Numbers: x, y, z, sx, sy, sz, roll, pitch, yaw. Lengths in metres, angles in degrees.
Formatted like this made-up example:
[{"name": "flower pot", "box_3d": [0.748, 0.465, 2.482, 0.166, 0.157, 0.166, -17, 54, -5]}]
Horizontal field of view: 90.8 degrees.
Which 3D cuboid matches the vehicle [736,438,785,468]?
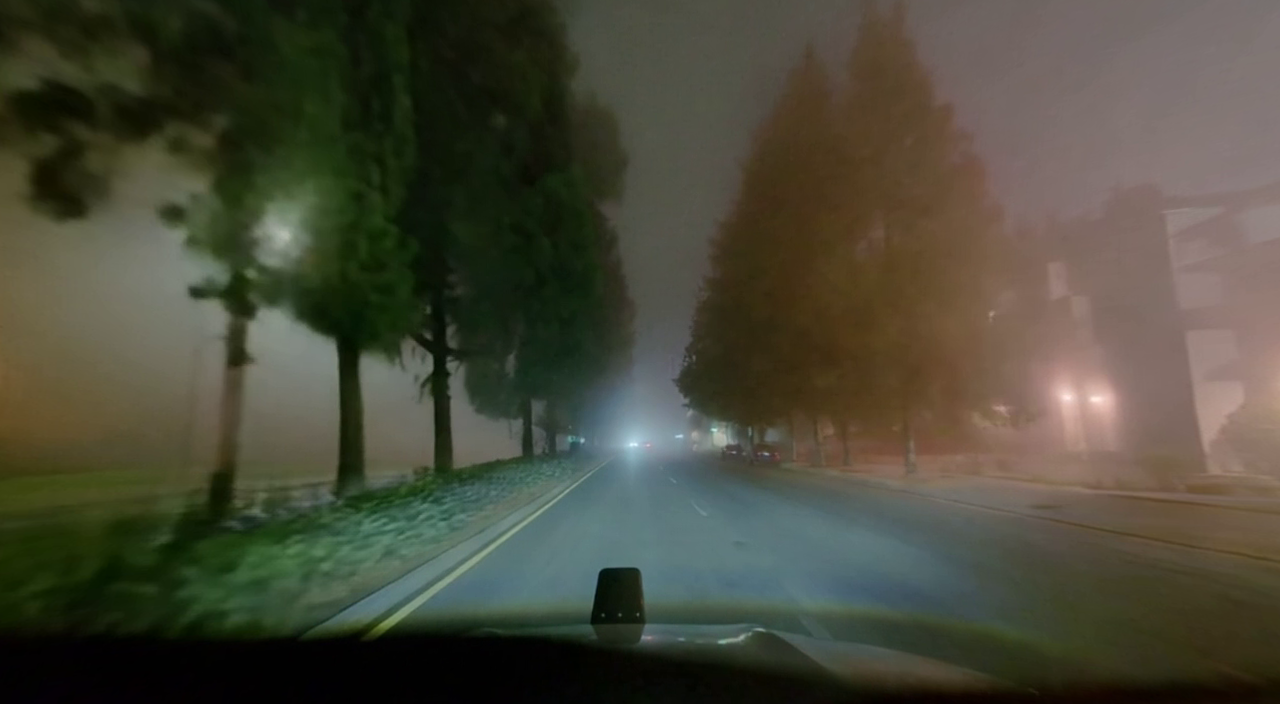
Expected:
[{"name": "vehicle", "box_3d": [7.801, 6.601, 41.356, 2.167, 1.848, 4.713, 0, -8, -2]}]
